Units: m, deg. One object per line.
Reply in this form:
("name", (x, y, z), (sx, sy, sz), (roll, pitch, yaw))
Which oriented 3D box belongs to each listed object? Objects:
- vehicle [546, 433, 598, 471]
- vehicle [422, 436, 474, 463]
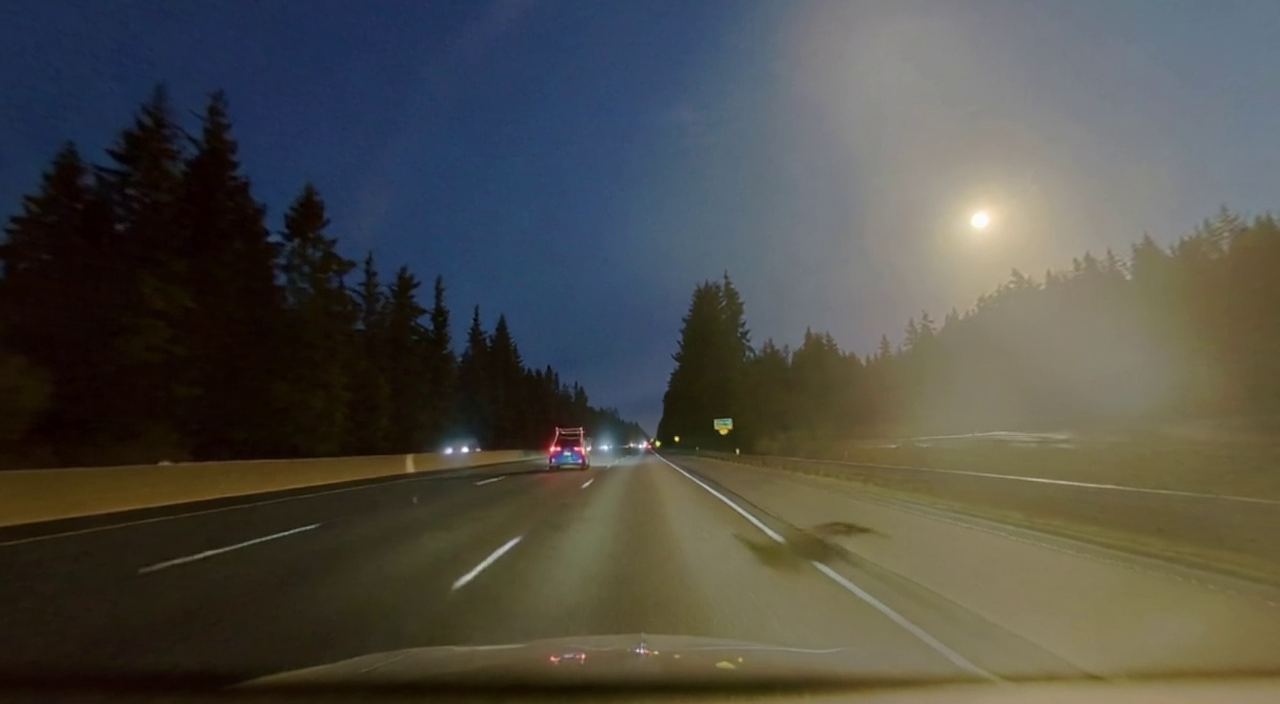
("vehicle", (-3.404, 5.125, 32.370), (2.084, 1.752, 4.479), (-1, -8, 1))
("vehicle", (-13.549, 6.906, 44.651), (2.126, 1.744, 4.816), (0, -8, 1))
